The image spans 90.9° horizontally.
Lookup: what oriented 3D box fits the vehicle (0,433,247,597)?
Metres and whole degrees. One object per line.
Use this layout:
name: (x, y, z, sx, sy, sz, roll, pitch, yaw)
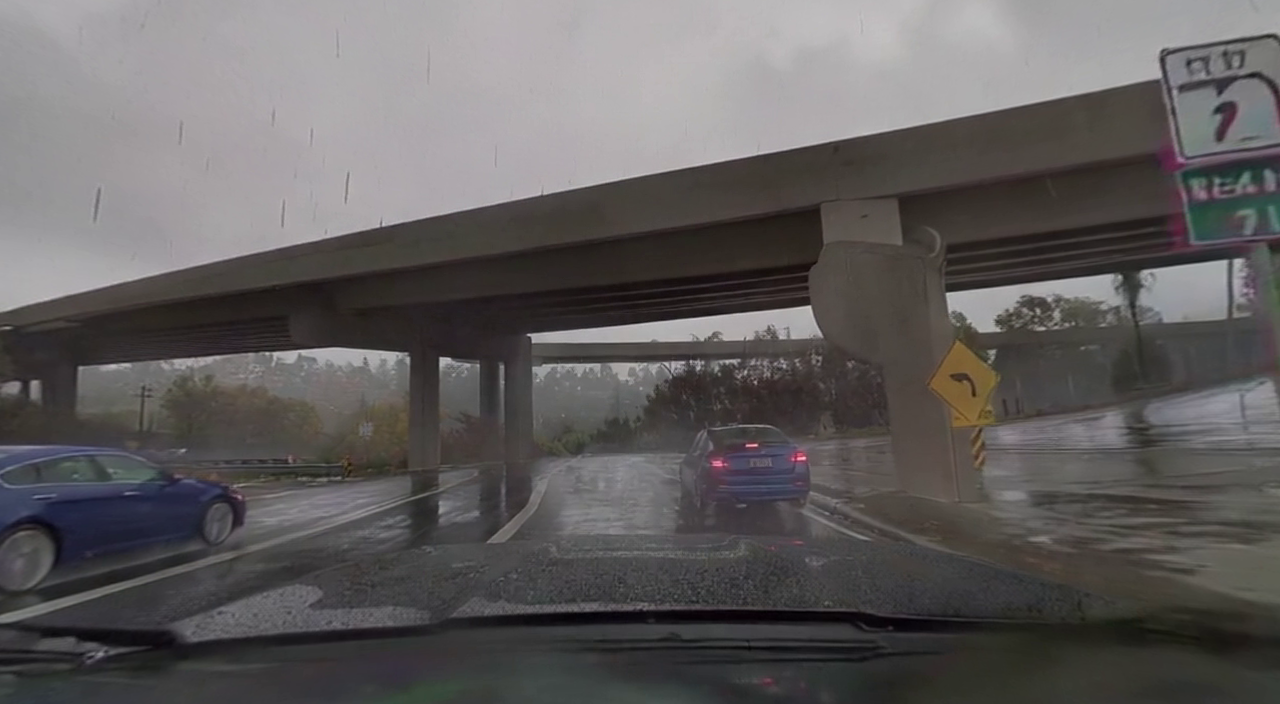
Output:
vehicle: (-7.691, 1.974, 8.497, 2.108, 1.670, 4.235, 0, -8, -2)
